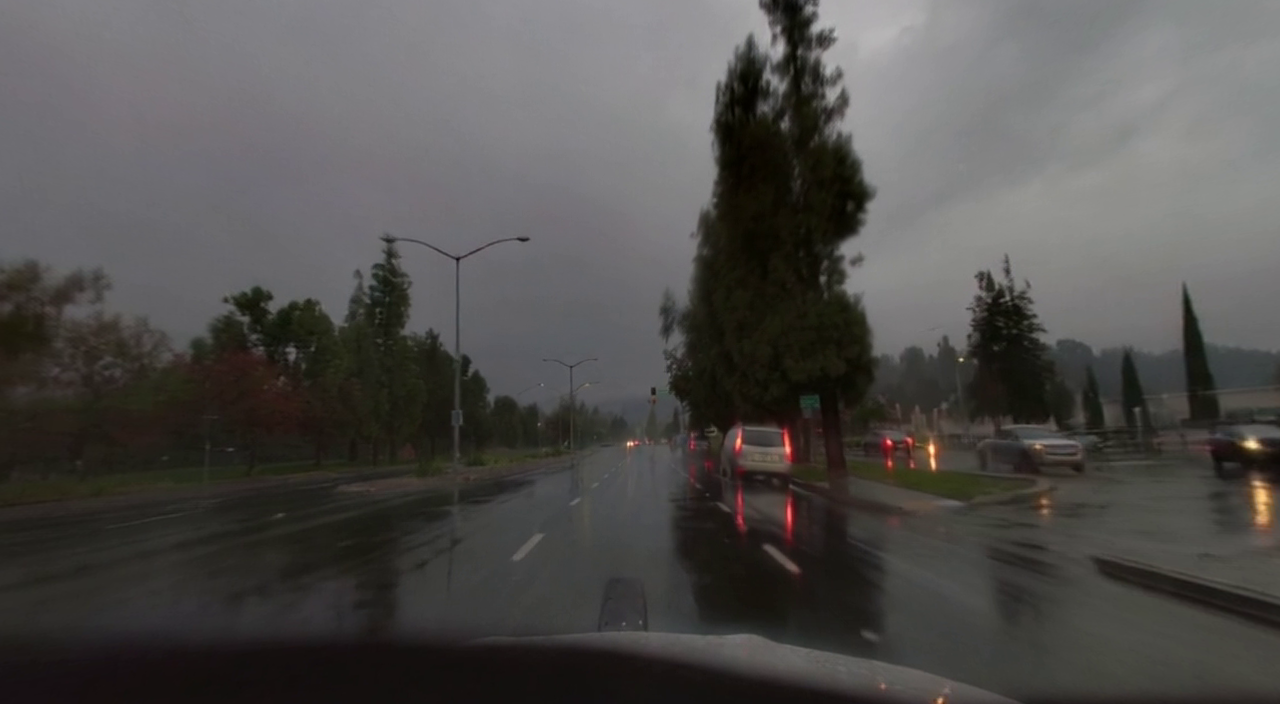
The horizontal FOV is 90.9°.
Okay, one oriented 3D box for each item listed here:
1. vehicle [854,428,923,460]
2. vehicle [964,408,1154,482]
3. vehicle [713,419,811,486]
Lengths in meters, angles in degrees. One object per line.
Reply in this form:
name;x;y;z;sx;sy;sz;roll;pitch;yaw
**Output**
vehicle;14.474;5.404;37.096;2.227;1.720;4.959;0;-8;3
vehicle;11.473;2.595;17.789;2.220;1.798;4.427;0;-8;-1
vehicle;3.641;3.090;19.697;2.144;1.848;4.159;0;-8;-1
